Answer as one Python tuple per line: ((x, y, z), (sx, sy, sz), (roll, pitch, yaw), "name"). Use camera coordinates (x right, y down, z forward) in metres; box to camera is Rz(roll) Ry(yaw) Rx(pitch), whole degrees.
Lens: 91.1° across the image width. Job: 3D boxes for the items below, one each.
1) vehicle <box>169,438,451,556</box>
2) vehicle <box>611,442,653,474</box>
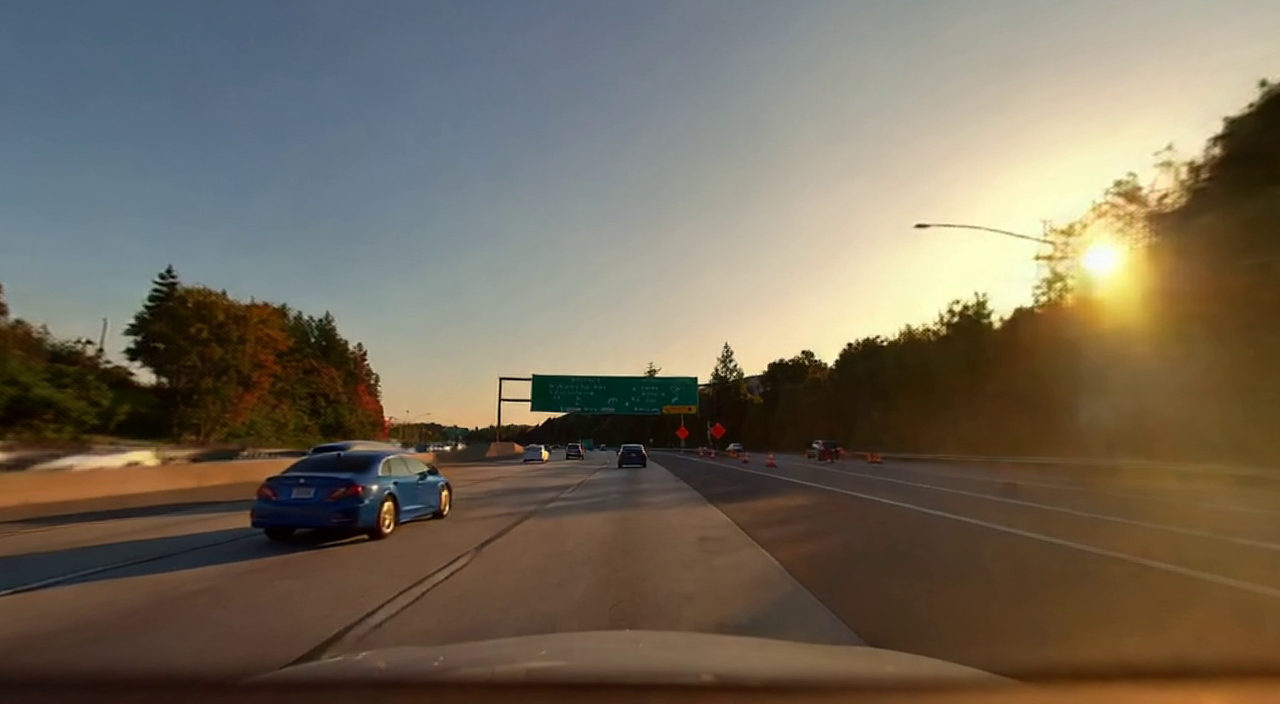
((-4.676, 2.085, 9.850), (2.001, 1.415, 4.360), (0, -8, 1), "vehicle")
((-0.424, 5.232, 31.317), (1.963, 1.462, 4.681), (0, -8, -2), "vehicle")
